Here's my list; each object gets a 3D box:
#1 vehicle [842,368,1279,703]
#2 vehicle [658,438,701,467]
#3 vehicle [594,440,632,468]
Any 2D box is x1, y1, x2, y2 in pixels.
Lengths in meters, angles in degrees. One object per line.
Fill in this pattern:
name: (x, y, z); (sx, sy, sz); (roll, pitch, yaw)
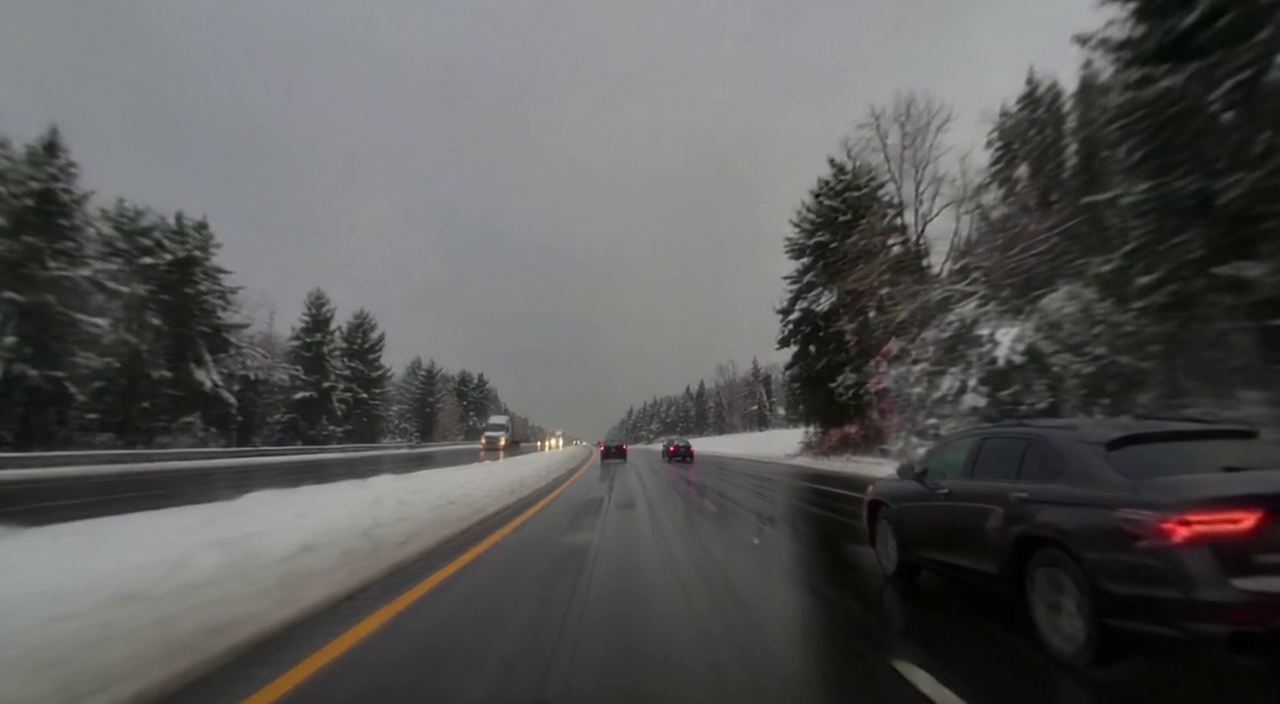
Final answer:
vehicle: (3.335, 1.139, 4.397); (2.055, 1.566, 5.046); (0, -8, -1)
vehicle: (2.229, 5.801, 36.544); (2.146, 1.546, 3.796); (0, -8, -1)
vehicle: (-1.632, 6.147, 38.303); (2.178, 1.559, 4.254); (0, -8, -3)
